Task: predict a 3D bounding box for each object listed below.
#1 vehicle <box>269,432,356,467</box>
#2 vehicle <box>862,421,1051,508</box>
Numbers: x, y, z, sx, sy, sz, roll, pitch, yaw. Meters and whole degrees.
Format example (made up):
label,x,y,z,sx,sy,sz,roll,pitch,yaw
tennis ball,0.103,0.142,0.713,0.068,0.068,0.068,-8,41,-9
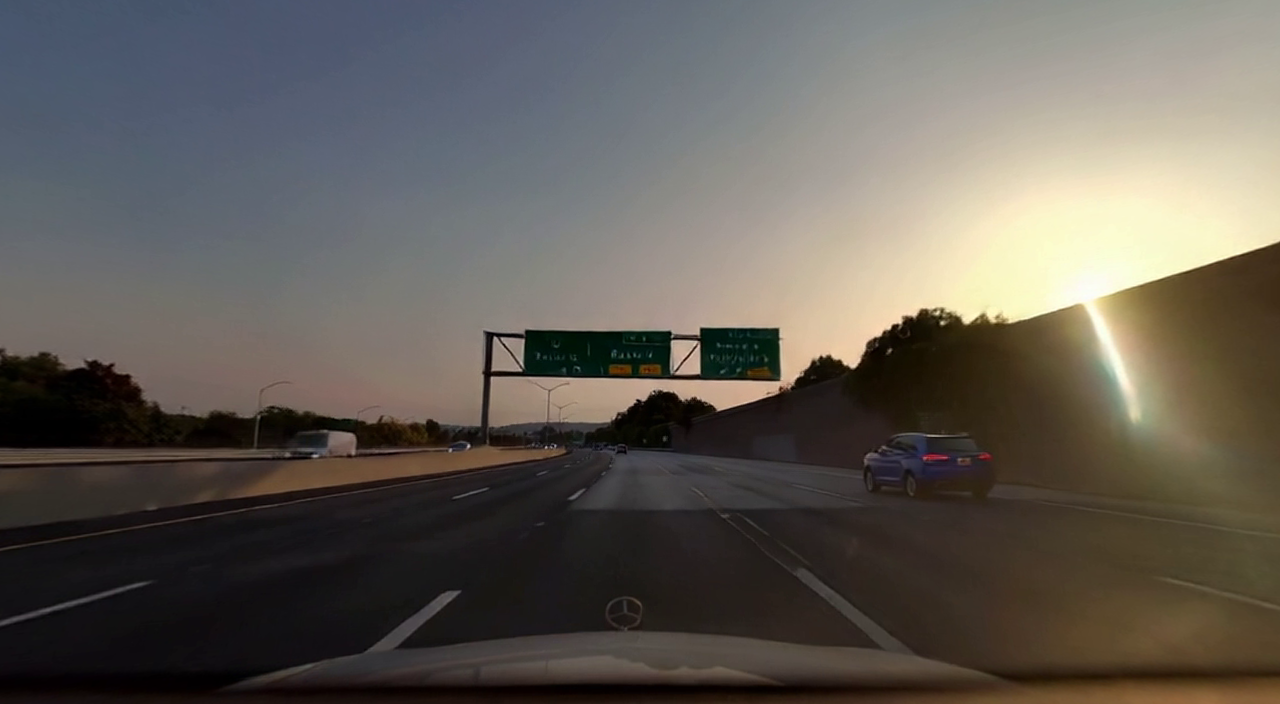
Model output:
label,x,y,z,sx,sy,sz,roll,pitch,yaw
vehicle,-19.332,5.796,37.503,2.232,1.919,5.412,0,-9,0
vehicle,7.094,2.577,14.774,2.091,1.711,4.383,0,-9,-1
